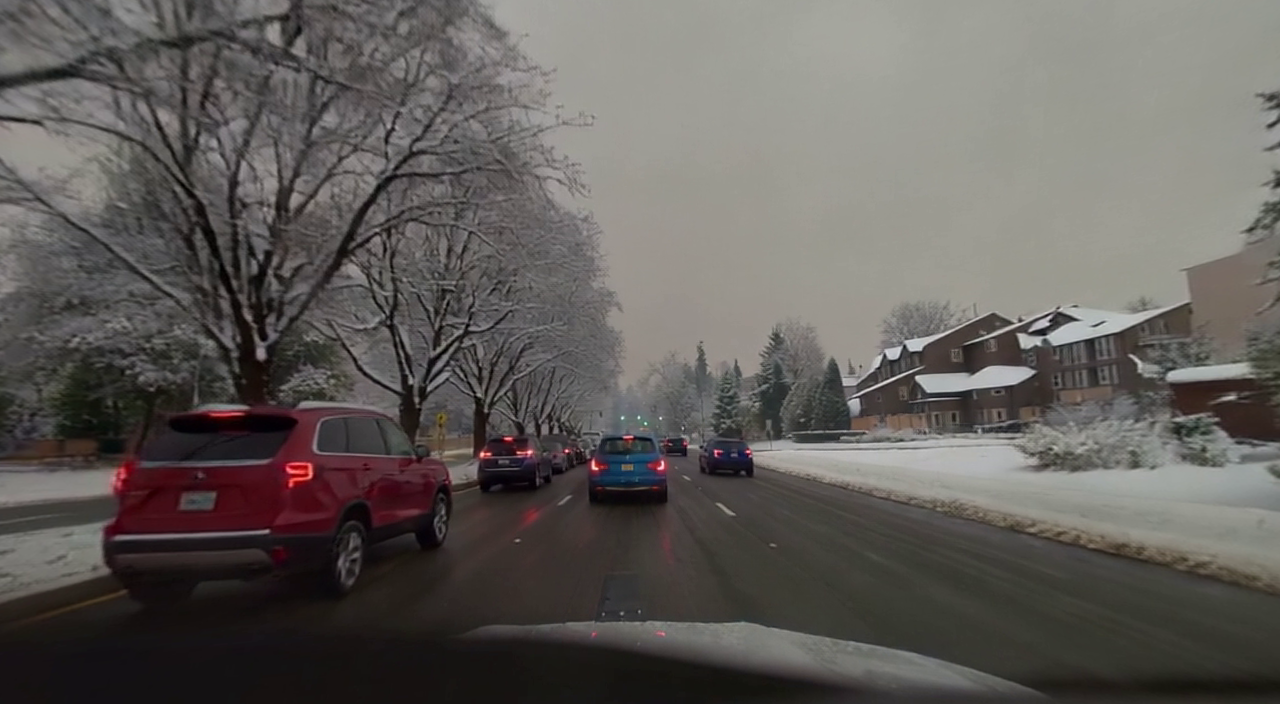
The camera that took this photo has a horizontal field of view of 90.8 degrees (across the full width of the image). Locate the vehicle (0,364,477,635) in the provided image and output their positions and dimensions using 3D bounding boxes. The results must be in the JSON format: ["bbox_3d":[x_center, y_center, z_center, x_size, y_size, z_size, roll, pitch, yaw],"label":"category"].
[{"bbox_3d":[-3.604,1.392,7.003,2.304,1.928,4.833,0,-8,0],"label":"vehicle"}]

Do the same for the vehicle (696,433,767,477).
[{"bbox_3d":[3.734,4.324,26.720,2.188,1.685,4.604,0,-8,-2],"label":"vehicle"}]

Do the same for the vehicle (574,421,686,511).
[{"bbox_3d":[-0.209,2.465,14.077,2.112,1.693,4.058,0,-8,-1],"label":"vehicle"}]

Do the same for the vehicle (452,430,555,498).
[{"bbox_3d":[-3.671,3.097,17.832,1.948,1.668,4.279,0,-8,0],"label":"vehicle"}]
